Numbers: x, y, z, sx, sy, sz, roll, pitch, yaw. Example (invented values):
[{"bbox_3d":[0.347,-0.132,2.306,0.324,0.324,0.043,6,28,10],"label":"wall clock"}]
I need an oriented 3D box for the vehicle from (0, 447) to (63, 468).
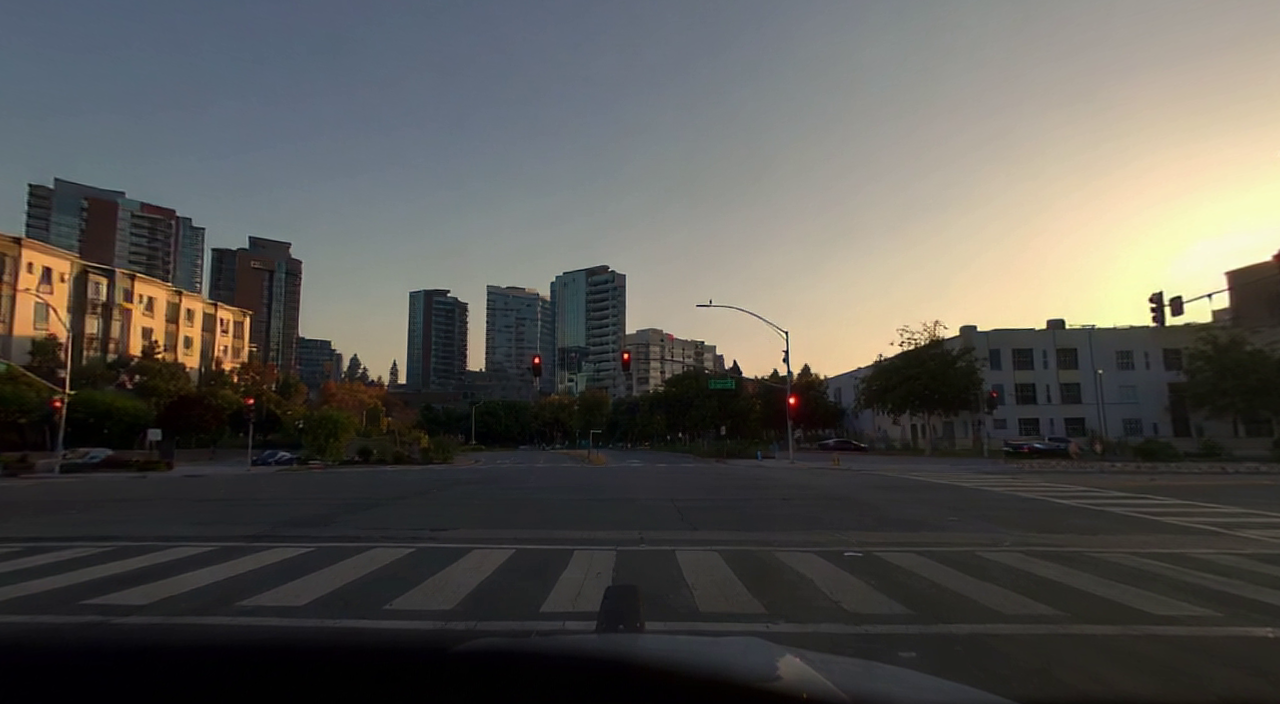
[{"bbox_3d":[-45.245,7.762,46.619,1.858,1.467,3.624,0,-8,1],"label":"vehicle"}]

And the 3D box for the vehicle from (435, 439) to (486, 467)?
[{"bbox_3d":[-11.958,6.762,42.370,2.080,1.763,4.341,0,-8,1],"label":"vehicle"}]

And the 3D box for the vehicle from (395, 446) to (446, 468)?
[{"bbox_3d":[-15.490,7.420,44.809,2.056,1.450,4.343,0,-8,0],"label":"vehicle"}]

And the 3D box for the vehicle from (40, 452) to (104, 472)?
[{"bbox_3d":[-41.585,8.027,46.335,1.552,1.339,3.340,-1,-8,-1],"label":"vehicle"}]

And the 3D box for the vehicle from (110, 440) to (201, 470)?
[{"bbox_3d":[-34.892,7.416,45.752,2.204,1.955,5.518,0,-8,0],"label":"vehicle"}]
